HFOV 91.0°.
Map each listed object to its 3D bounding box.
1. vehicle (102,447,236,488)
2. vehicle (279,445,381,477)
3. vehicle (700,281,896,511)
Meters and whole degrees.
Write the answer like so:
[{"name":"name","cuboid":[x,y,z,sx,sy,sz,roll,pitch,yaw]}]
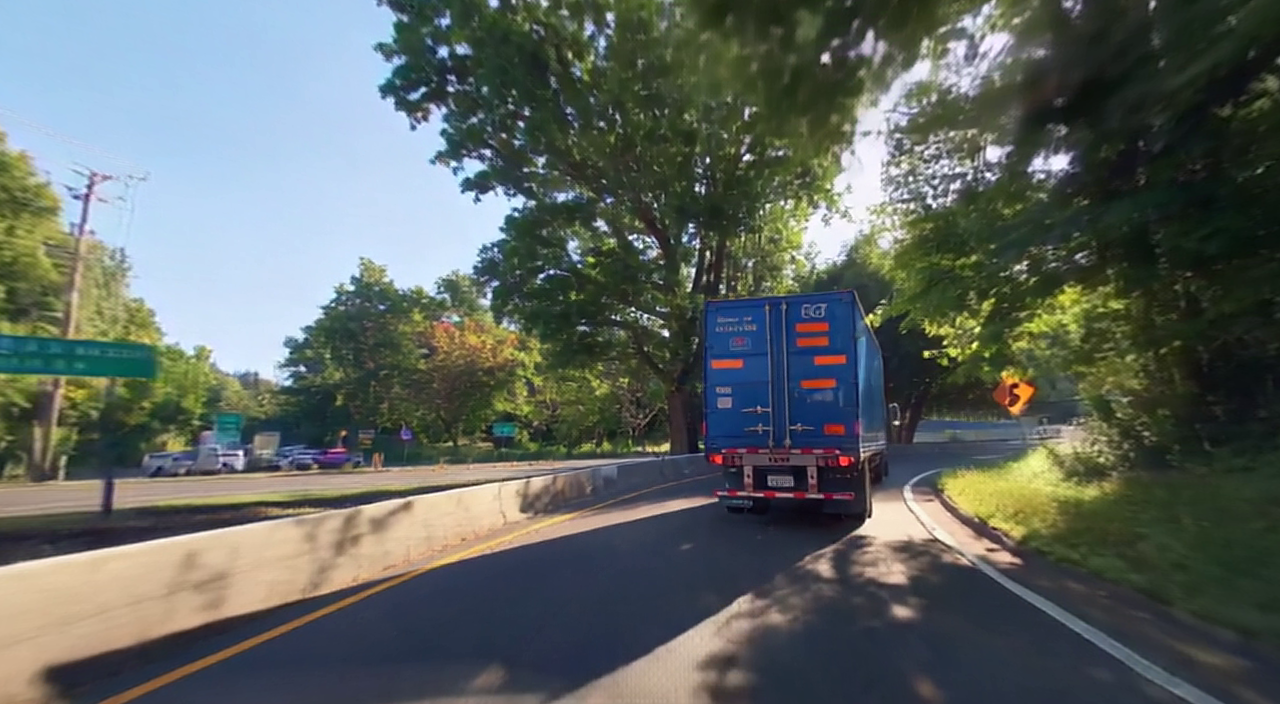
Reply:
[{"name":"vehicle","cuboid":[-20.769,5.057,27.909,4.578,1.573,1.806,5,-10,-38]},{"name":"vehicle","cuboid":[-15.542,5.446,31.622,4.350,1.410,1.726,4,-9,-32]},{"name":"vehicle","cuboid":[4.259,1.309,14.798,2.937,3.647,9.344,-4,-8,22]}]
